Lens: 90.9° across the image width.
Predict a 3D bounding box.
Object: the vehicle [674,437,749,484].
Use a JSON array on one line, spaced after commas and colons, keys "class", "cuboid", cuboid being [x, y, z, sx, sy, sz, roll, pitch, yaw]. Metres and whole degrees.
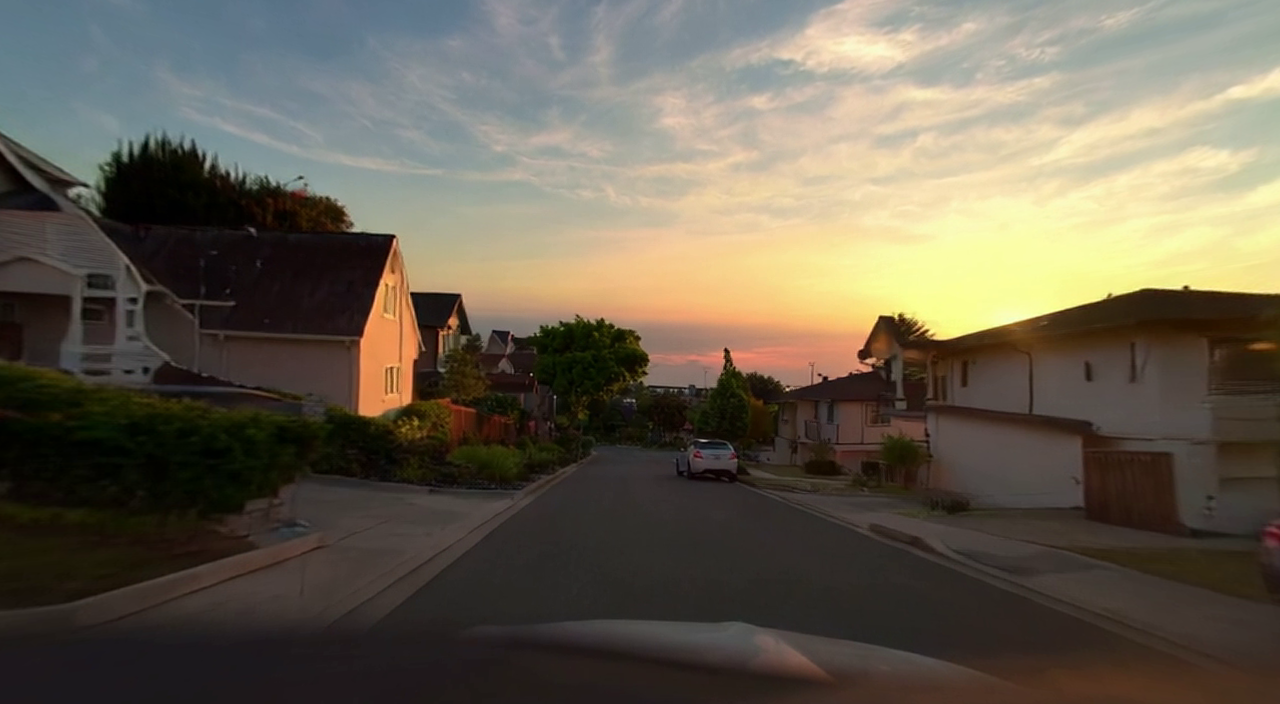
[{"class": "vehicle", "cuboid": [2.422, 3.792, 22.421, 1.955, 1.498, 4.046, 0, -8, -4]}]
